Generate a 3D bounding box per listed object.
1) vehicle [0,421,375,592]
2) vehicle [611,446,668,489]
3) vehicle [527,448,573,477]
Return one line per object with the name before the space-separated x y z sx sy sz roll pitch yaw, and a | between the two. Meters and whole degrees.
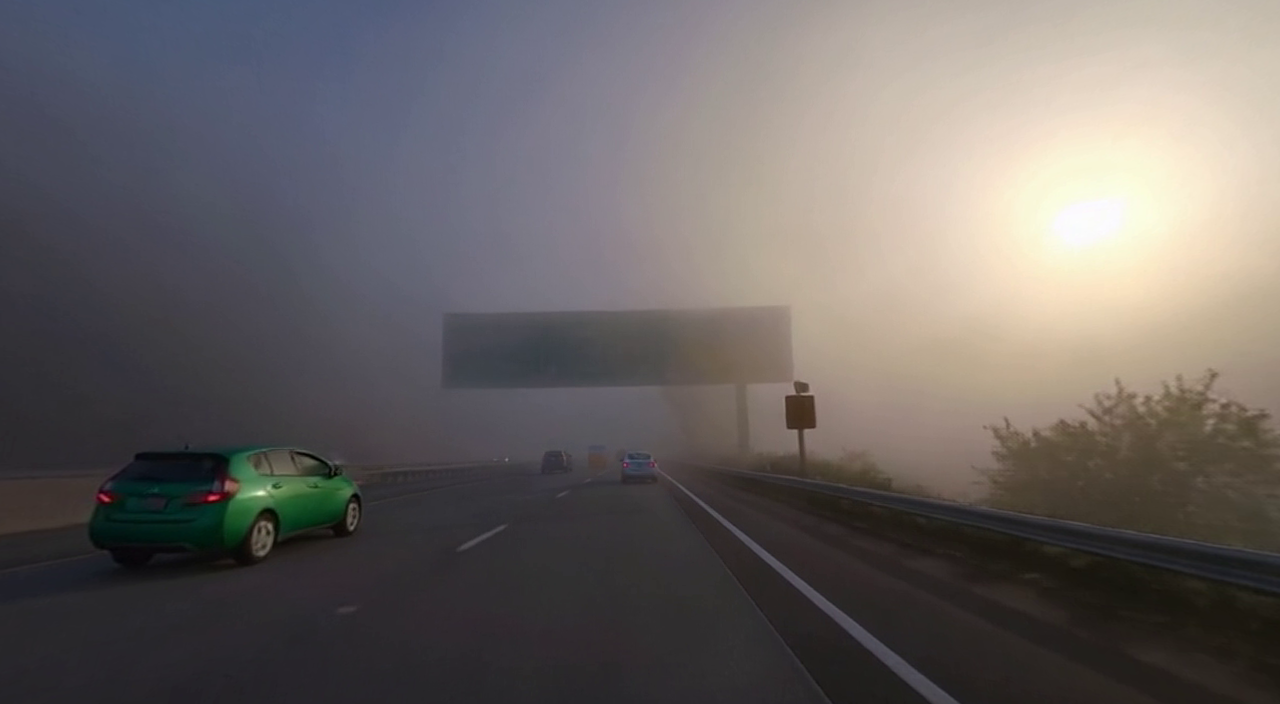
vehicle | -5.429 1.813 8.182 2.058 1.626 4.118 0 -9 1
vehicle | -0.029 4.272 23.489 1.940 1.451 3.512 0 -9 0
vehicle | -4.916 6.112 34.885 1.892 1.481 4.180 0 -9 0
